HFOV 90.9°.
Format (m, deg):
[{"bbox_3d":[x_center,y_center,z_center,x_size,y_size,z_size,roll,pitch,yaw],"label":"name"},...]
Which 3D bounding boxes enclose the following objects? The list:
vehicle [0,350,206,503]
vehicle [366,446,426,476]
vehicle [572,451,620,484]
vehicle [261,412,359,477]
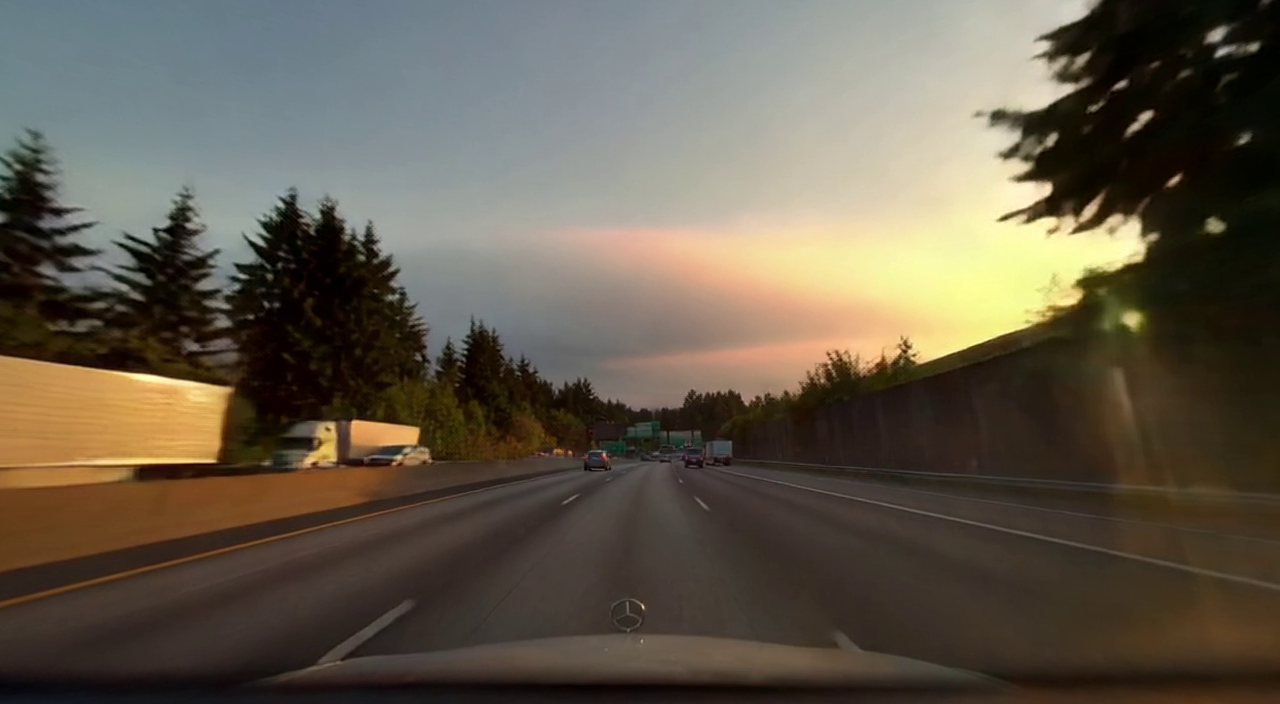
[{"bbox_3d":[-18.643,2.102,17.503,3.117,4.012,13.946,0,-9,1],"label":"vehicle"},{"bbox_3d":[-17.040,7.634,44.373,2.095,1.943,5.068,0,-9,1],"label":"vehicle"},{"bbox_3d":[-2.119,5.752,31.709,2.035,1.513,4.272,0,-9,1],"label":"vehicle"},{"bbox_3d":[-21.392,6.084,41.313,2.925,3.888,5.821,-1,-9,2],"label":"vehicle"}]
